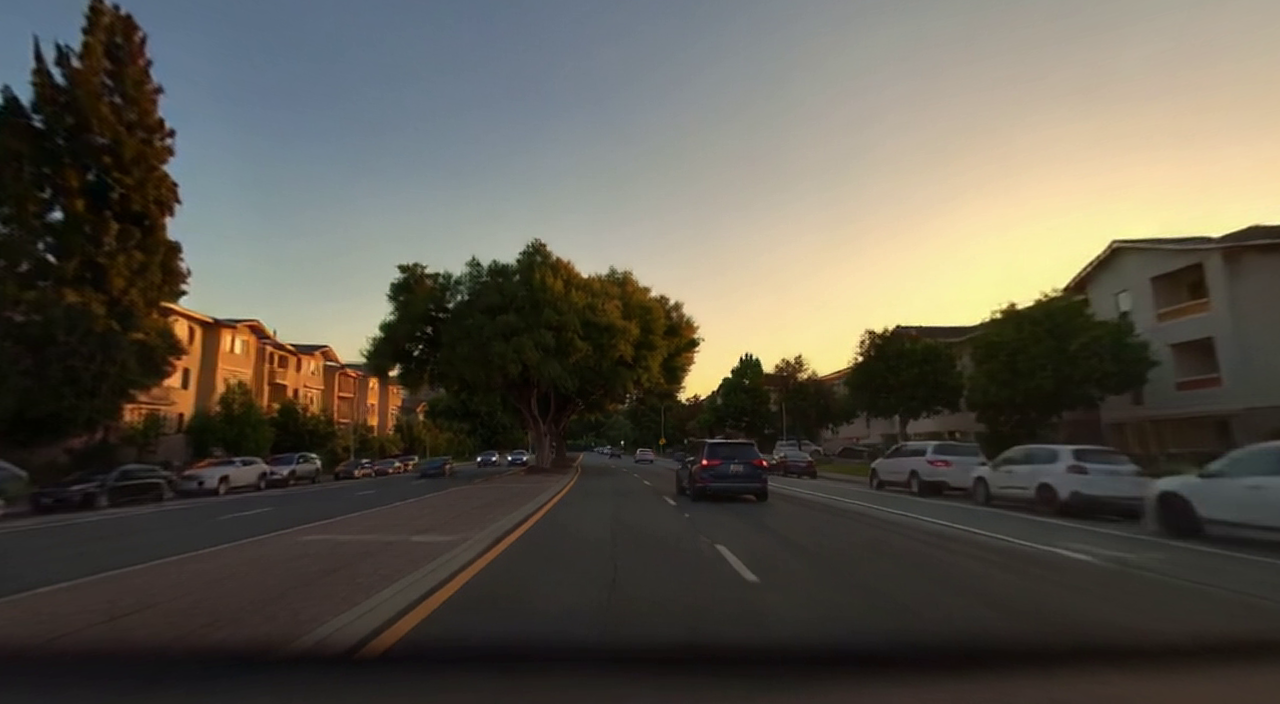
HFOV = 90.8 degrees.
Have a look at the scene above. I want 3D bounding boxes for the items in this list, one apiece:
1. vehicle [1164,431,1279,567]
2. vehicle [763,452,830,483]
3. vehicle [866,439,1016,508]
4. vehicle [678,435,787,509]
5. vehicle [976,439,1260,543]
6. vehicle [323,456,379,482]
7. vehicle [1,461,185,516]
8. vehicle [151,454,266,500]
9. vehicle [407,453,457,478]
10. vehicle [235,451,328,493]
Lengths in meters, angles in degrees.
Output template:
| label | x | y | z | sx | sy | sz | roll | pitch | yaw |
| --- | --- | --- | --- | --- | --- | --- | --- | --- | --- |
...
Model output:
| label | x | y | z | sx | sy | sz | roll | pitch | yaw |
| --- | --- | --- | --- | --- | --- | --- | --- | --- | --- |
| vehicle | 9.503 | 1.811 | 7.535 | 2.186 | 1.750 | 4.805 | 1 | -9 | -3 |
| vehicle | 8.216 | 6.077 | 33.673 | 1.936 | 1.485 | 5.111 | 1 | -9 | -5 |
| vehicle | 9.179 | 3.711 | 19.864 | 2.052 | 1.853 | 4.886 | 1 | -9 | -4 |
| vehicle | 2.375 | 3.227 | 17.510 | 2.085 | 1.763 | 4.490 | 1 | -9 | -4 |
| vehicle | 9.440 | 2.727 | 13.202 | 2.032 | 1.732 | 4.780 | 0 | -9 | -3 |
| vehicle | -20.162 | 8.173 | 44.289 | 1.979 | 1.489 | 4.902 | 0 | -8 | -5 |
| vehicle | -18.159 | 4.508 | 21.414 | 1.903 | 1.517 | 4.965 | 0 | -9 | -2 |
| vehicle | -18.394 | 5.321 | 27.275 | 1.871 | 1.712 | 4.710 | 1 | -9 | -4 |
| vehicle | -13.190 | 7.220 | 40.356 | 1.895 | 1.458 | 4.512 | 0 | -9 | -3 |
| vehicle | -18.625 | 6.220 | 33.159 | 2.182 | 1.840 | 5.105 | -1 | -8 | -3 |
